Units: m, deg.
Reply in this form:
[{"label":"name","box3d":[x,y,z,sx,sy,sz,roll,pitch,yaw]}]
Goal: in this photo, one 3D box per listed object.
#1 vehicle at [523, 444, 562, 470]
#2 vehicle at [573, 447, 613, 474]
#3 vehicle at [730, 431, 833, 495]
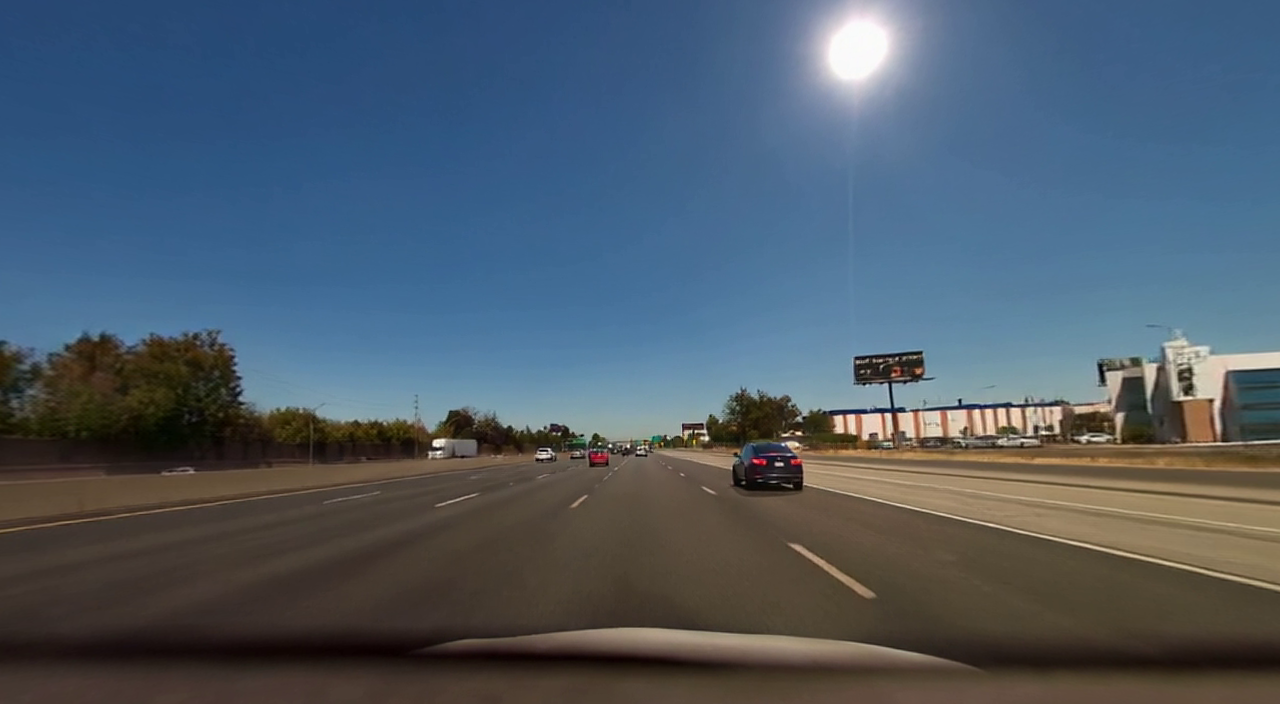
[{"label":"vehicle","box3d":[-7.318,7.930,47.751,2.112,1.813,4.716,-1,-9,1]},{"label":"vehicle","box3d":[-2.818,6.606,38.692,2.139,1.510,4.506,-1,-9,0]},{"label":"vehicle","box3d":[4.318,3.485,20.092,2.109,1.764,4.704,0,-9,-1]}]
